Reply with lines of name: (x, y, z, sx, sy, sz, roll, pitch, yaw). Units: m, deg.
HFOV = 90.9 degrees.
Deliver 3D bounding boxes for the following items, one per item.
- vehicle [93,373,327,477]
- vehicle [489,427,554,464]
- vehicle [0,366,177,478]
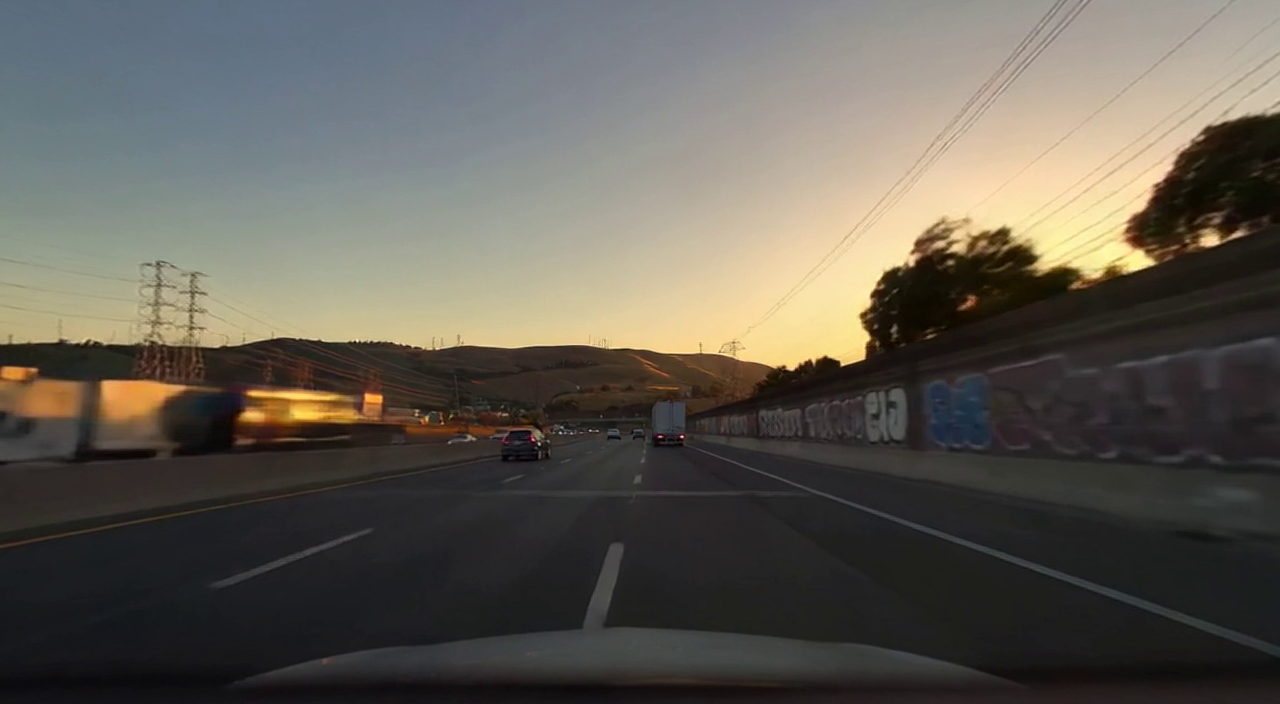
vehicle: (-13.484, 2.443, 20.725, 2.567, 2.823, 7.062, 0, -8, 1)
vehicle: (-5.219, 4.166, 28.322, 1.965, 1.486, 4.448, 0, -8, 1)
vehicle: (-21.017, 2.641, 23.377, 2.982, 3.628, 5.869, 0, -8, 0)
